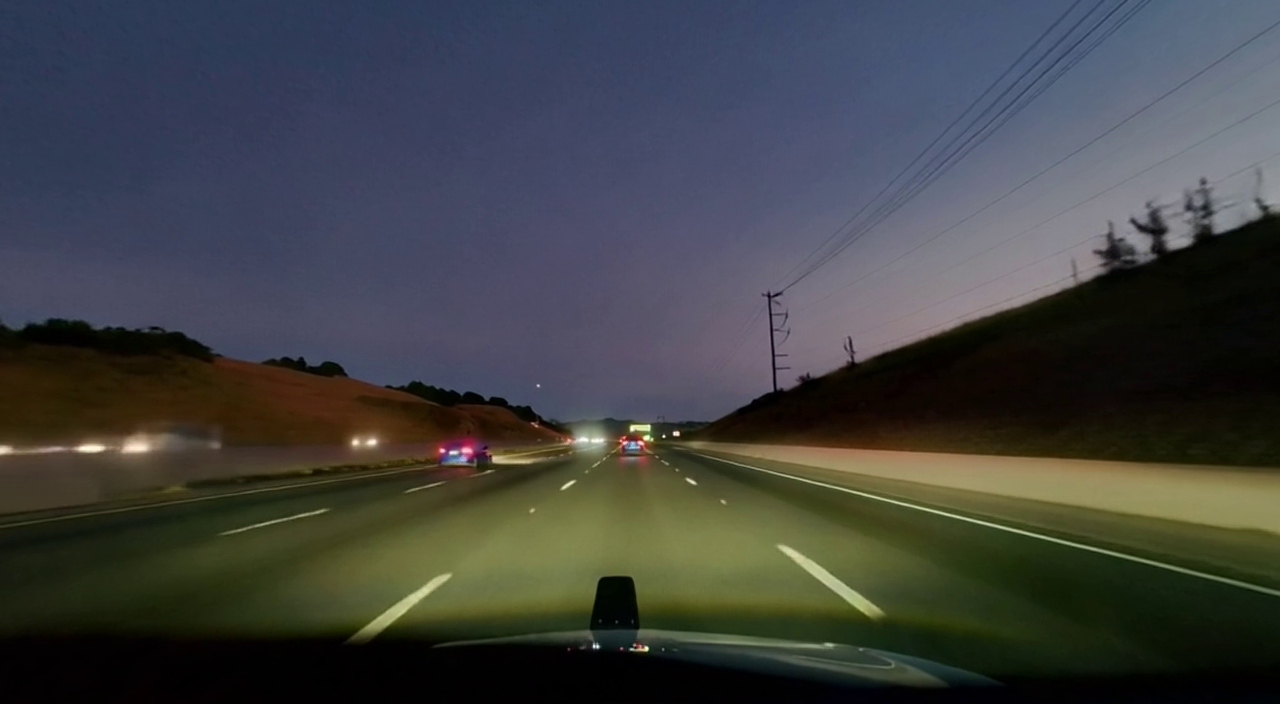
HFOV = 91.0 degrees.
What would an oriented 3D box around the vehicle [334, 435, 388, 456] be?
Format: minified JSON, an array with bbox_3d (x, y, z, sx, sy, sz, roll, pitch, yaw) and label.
[{"bbox_3d":[-20.368,6.835,46.164,1.896,1.464,4.522,0,-8,-1],"label":"vehicle"}]

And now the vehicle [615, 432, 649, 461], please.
[{"bbox_3d":[-0.512,6.082,40.648,2.040,1.715,3.906,0,-8,-1],"label":"vehicle"}]

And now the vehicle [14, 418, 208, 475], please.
[{"bbox_3d":[-15.541,2.823,18.900,1.896,1.466,4.500,0,-8,0],"label":"vehicle"}]

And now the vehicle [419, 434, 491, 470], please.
[{"bbox_3d":[-8.380,4.555,28.915,2.047,1.486,4.306,0,-8,0],"label":"vehicle"}]
